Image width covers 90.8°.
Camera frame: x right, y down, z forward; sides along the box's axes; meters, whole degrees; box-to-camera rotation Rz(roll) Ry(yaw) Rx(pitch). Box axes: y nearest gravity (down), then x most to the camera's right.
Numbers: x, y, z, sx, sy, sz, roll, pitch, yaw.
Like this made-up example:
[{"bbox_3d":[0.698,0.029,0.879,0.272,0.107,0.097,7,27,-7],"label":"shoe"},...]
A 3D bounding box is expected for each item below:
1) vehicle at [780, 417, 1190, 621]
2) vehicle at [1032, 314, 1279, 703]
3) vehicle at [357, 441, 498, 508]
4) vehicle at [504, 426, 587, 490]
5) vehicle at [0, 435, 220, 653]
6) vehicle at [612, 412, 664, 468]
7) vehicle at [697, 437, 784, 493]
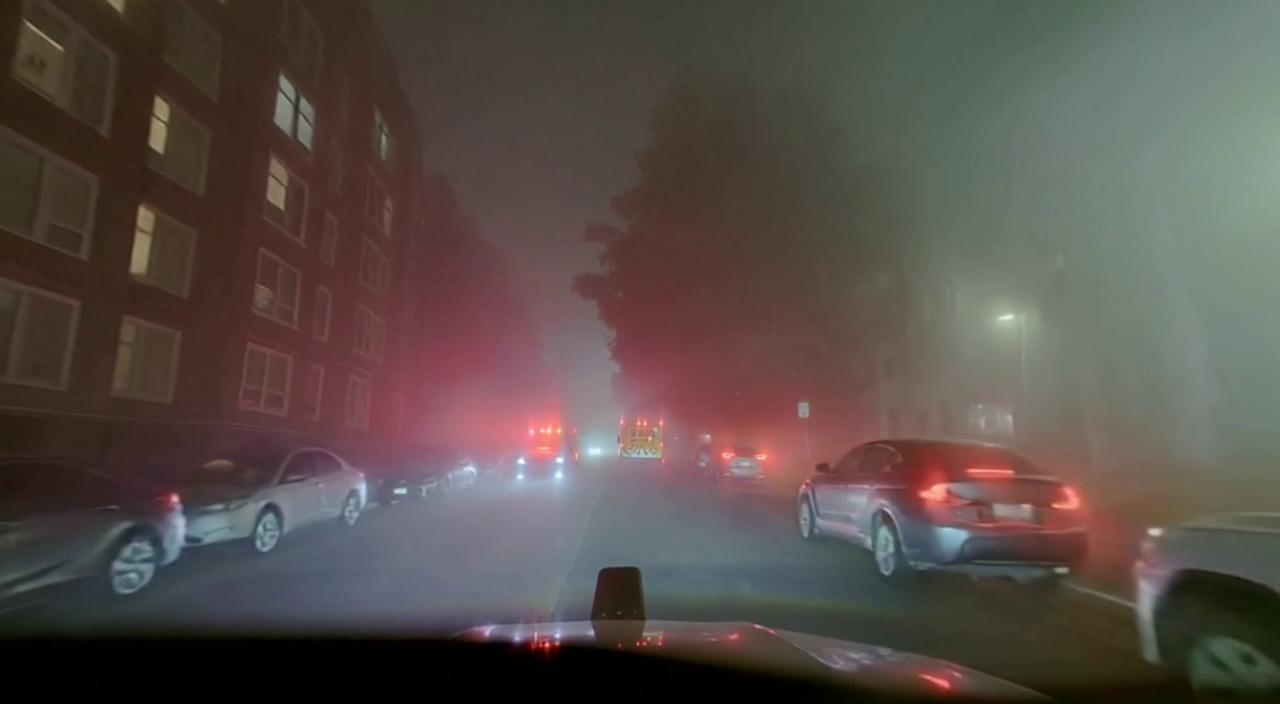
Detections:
[{"bbox_3d":[3.314,1.714,7.509,2.155,1.553,4.738,2,-9,-1],"label":"vehicle"},{"bbox_3d":[3.348,0.644,1.105,2.188,1.810,4.709,1,-8,-2],"label":"vehicle"},{"bbox_3d":[-5.296,3.089,16.554,2.047,1.471,4.647,0,-8,0],"label":"vehicle"},{"bbox_3d":[-2.940,3.386,20.530,2.029,1.802,4.229,-1,-8,0],"label":"vehicle"},{"bbox_3d":[-5.363,1.332,4.403,1.921,1.482,4.280,0,-8,0],"label":"vehicle"},{"bbox_3d":[-0.231,5.296,38.067,2.754,3.008,7.730,0,-8,-2],"label":"vehicle"},{"bbox_3d":[3.329,3.809,21.757,2.035,1.549,4.373,5,-8,-2],"label":"vehicle"}]
